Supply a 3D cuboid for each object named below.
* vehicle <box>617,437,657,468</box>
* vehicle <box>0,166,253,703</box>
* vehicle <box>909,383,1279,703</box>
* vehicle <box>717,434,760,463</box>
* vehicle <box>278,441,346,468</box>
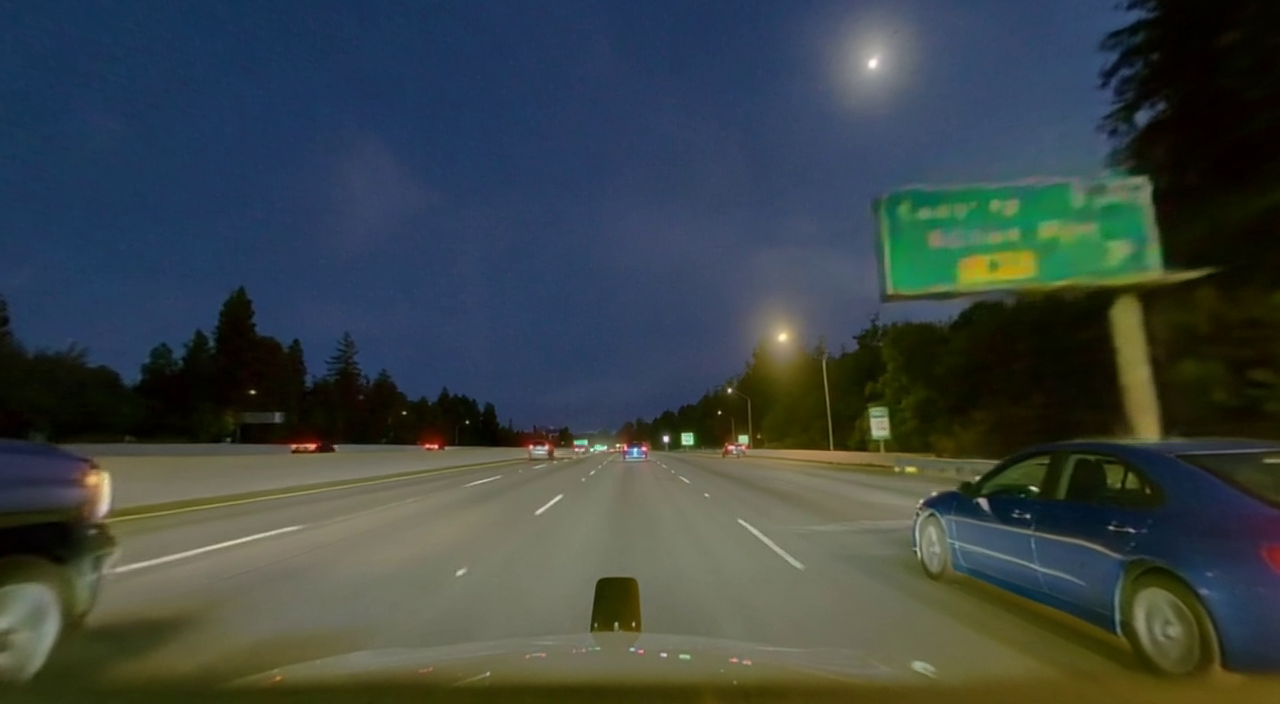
[{"bbox_3d":[-0.202,5.720,35.999,2.157,1.642,4.189,0,-9,-1],"label":"vehicle"},{"bbox_3d":[-3.457,0.214,0.360,2.592,2.179,6.034,0,-9,0],"label":"vehicle"},{"bbox_3d":[3.230,0.936,2.653,2.072,1.501,4.694,0,-9,-1],"label":"vehicle"},{"bbox_3d":[7.001,6.935,45.441,2.103,1.898,5.310,0,-9,-1],"label":"vehicle"},{"bbox_3d":[-21.457,6.721,41.559,2.058,1.667,4.623,0,-9,-1],"label":"vehicle"}]
